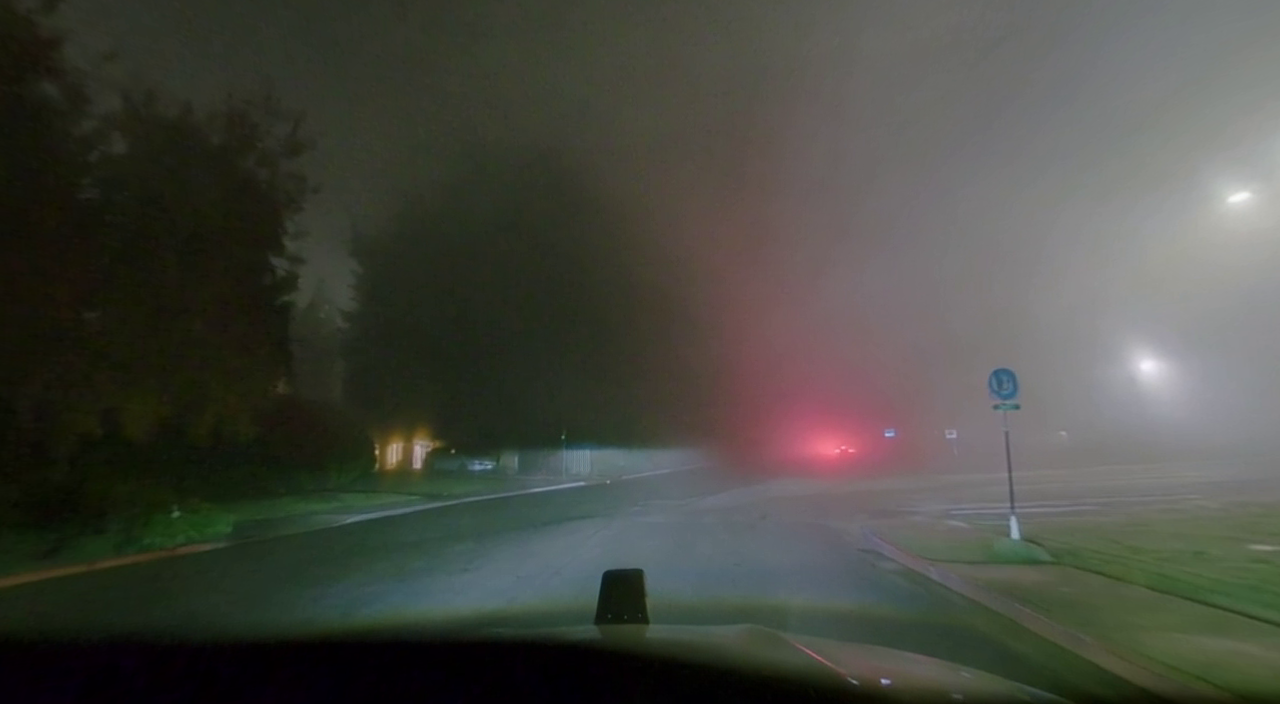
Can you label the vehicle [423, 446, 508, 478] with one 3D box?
[{"bbox_3d":[-9.405,5.964,34.287,4.252,1.681,1.854,2,-9,-10],"label":"vehicle"}]
